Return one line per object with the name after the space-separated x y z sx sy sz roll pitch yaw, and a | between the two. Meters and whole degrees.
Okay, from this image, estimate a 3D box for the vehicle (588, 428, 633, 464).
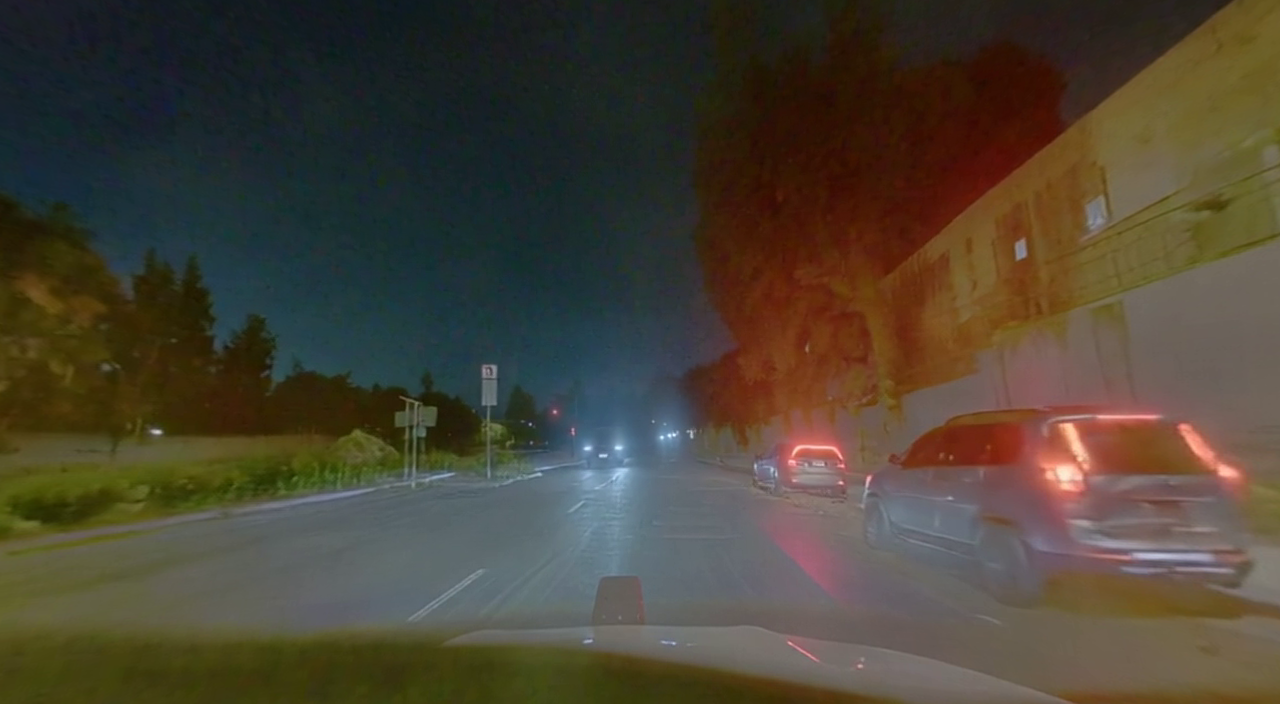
-2.077 7.055 47.300 2.788 2.451 7.130 0 -8 2 | vehicle

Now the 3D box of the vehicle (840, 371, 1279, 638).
3.994 1.344 6.606 2.270 1.749 4.792 0 -8 1 | vehicle
